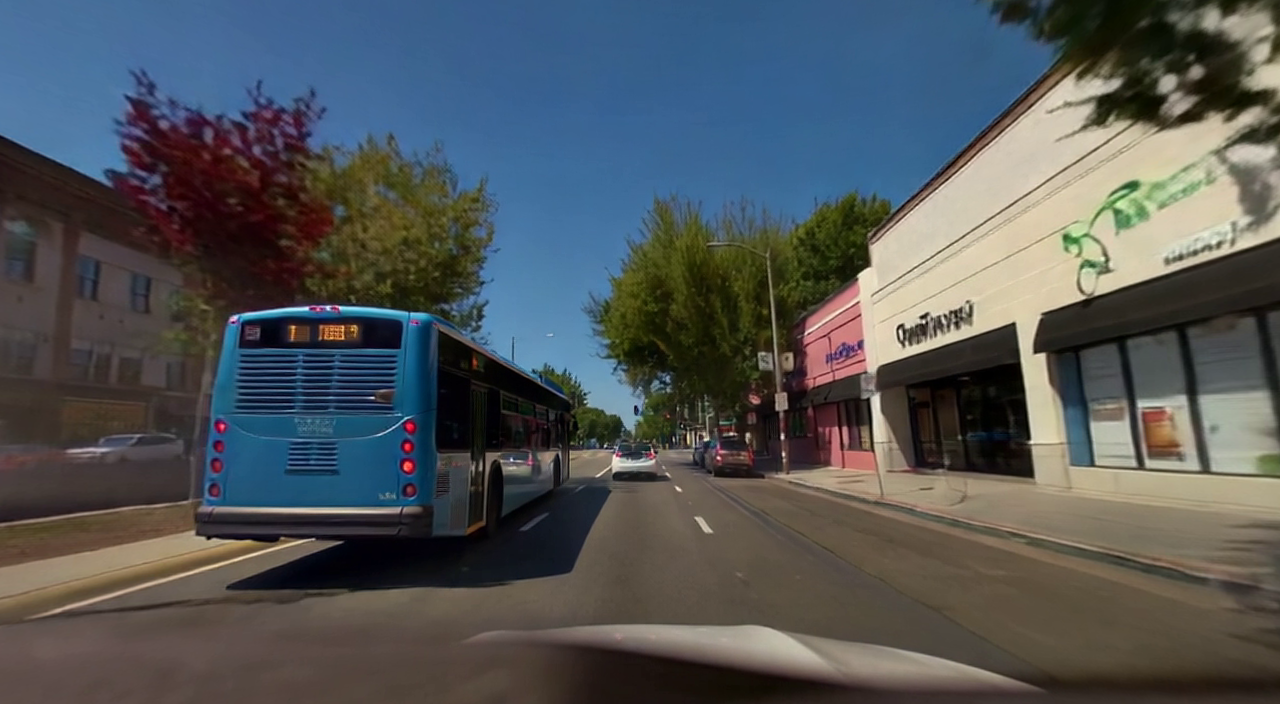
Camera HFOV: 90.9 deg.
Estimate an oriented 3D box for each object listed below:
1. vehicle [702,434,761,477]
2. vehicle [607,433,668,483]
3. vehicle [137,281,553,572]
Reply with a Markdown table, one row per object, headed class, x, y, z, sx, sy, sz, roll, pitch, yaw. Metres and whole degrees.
| class | x | y | z | sx | sy | sz | roll | pitch | yaw |
| --- | --- | --- | --- | --- | --- | --- | --- | --- | --- |
| vehicle | 4.139 | 4.743 | 29.161 | 2.138 | 1.787 | 4.522 | 0 | -8 | 1 |
| vehicle | -0.060 | 3.992 | 24.036 | 2.120 | 1.727 | 3.917 | 0 | -8 | 1 |
| vehicle | -3.501 | 1.140 | 10.588 | 2.920 | 2.884 | 8.588 | 0 | -6 | -1 |
